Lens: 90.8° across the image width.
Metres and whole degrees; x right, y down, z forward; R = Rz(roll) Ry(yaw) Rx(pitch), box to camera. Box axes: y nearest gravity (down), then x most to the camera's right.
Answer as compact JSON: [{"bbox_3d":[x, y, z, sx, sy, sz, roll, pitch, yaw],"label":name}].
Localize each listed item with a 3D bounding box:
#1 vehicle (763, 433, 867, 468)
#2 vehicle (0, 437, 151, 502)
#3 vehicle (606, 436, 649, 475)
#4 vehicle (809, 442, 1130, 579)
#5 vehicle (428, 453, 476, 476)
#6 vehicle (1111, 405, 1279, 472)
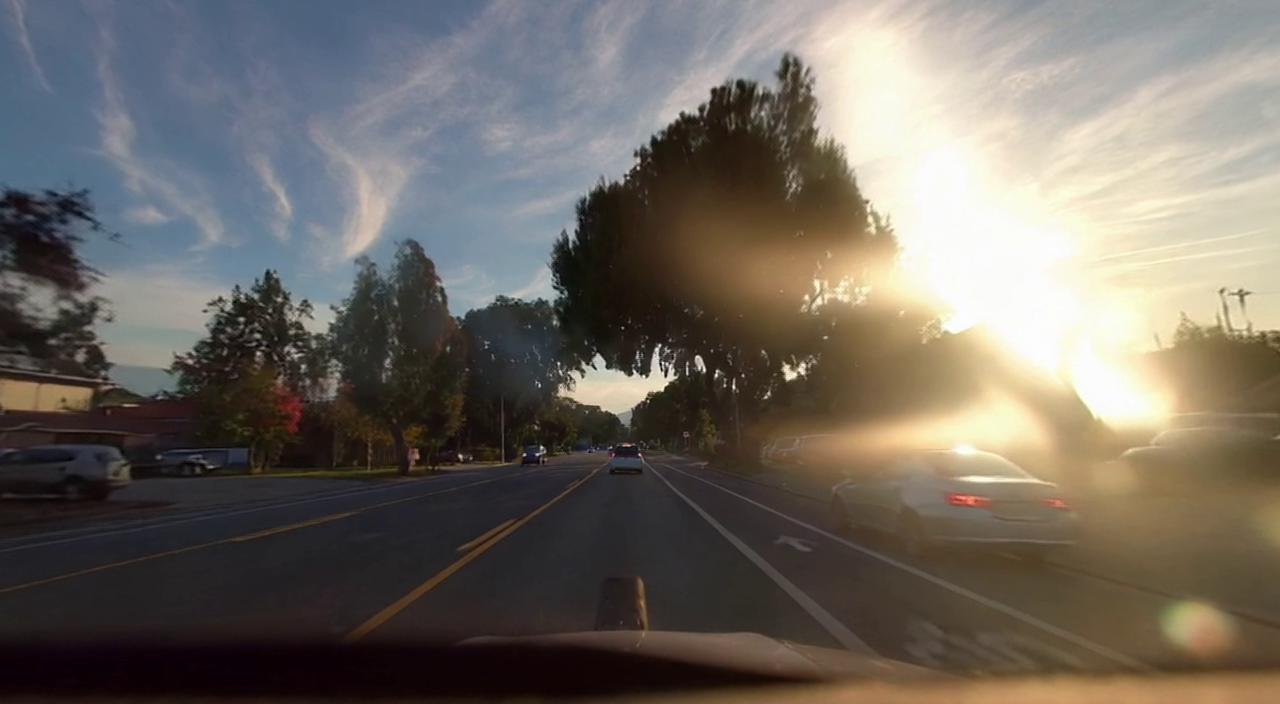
[{"bbox_3d":[10.397,5.876,37.883,5.526,1.849,2.213,-1,-6,-2],"label":"vehicle"},{"bbox_3d":[-19.817,3.880,20.822,5.551,1.870,2.183,-2,-8,-1],"label":"vehicle"},{"bbox_3d":[-0.651,5.551,34.019,2.153,1.942,4.767,0,-9,0],"label":"vehicle"},{"bbox_3d":[4.302,2.118,9.492,2.001,1.480,5.022,0,-9,-2],"label":"vehicle"},{"bbox_3d":[-13.599,8.152,45.987,1.950,1.530,4.856,0,-9,0],"label":"vehicle"},{"bbox_3d":[17.665,2.659,19.266,4.955,1.873,2.252,1,-9,-7],"label":"vehicle"}]
